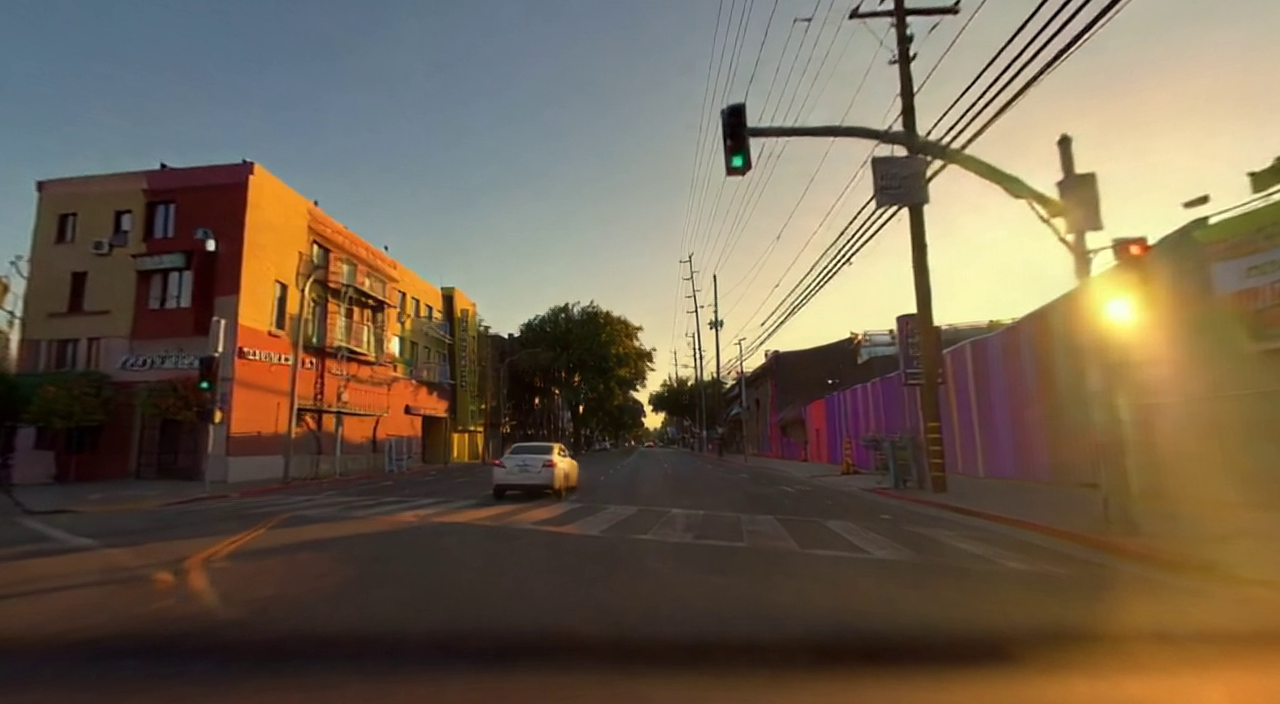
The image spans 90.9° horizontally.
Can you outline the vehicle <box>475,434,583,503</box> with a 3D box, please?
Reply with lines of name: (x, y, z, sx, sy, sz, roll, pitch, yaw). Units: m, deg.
vehicle: (-2.839, 3.114, 17.235, 2.036, 1.589, 4.549, -1, -9, 1)
